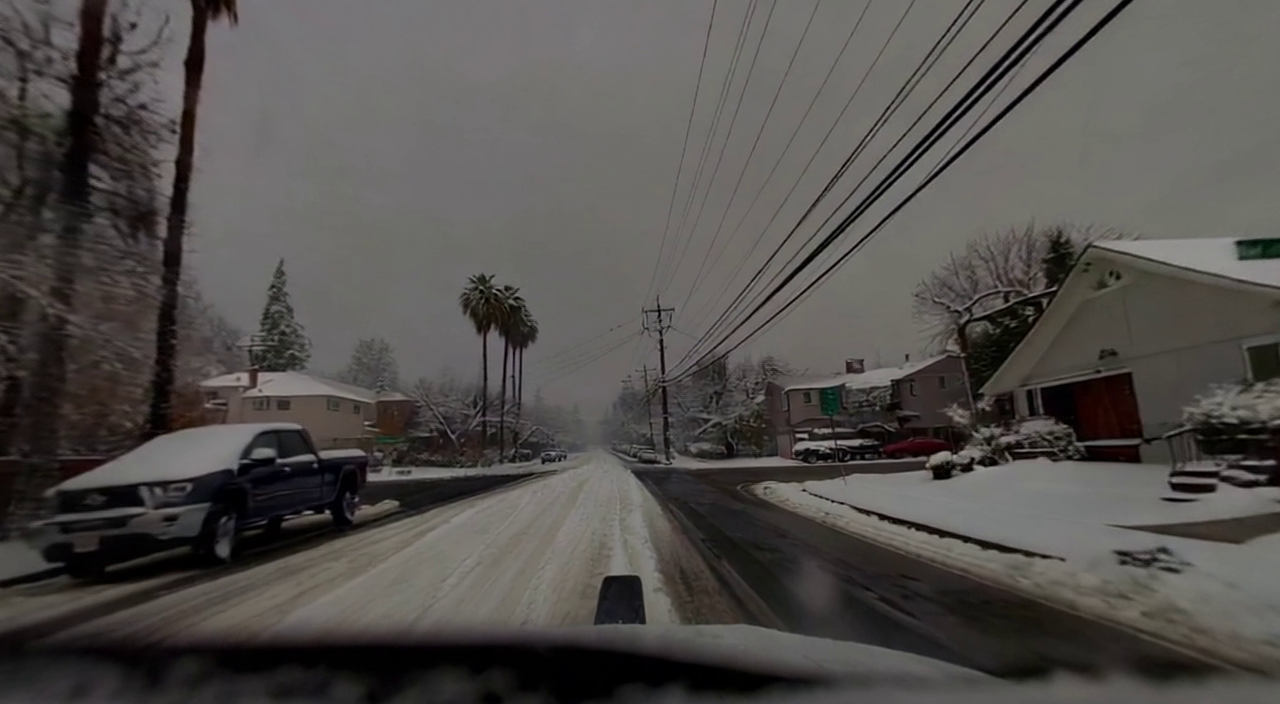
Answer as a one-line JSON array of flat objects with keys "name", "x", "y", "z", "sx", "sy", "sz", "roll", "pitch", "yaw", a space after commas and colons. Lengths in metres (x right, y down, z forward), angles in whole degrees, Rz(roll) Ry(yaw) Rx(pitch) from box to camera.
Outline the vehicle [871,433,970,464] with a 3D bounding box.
[{"name": "vehicle", "x": 15.211, "y": 5.245, "z": 34.406, "sx": 4.381, "sy": 1.645, "sz": 2.013, "roll": 0, "pitch": -8, "yaw": -3}]

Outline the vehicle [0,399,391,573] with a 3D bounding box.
[{"name": "vehicle", "x": -6.548, "y": 2.043, "z": 10.668, "sx": 2.455, "sy": 2.045, "sz": 6.171, "roll": 0, "pitch": -8, "yaw": -3}]
